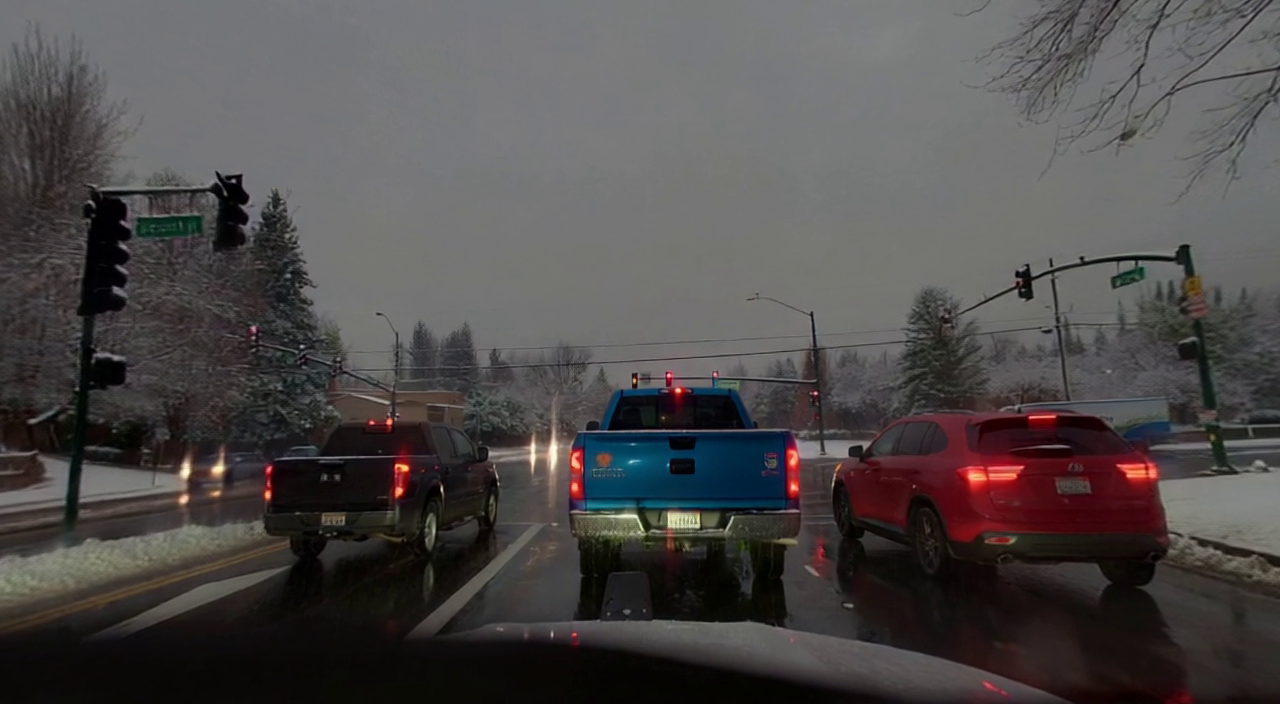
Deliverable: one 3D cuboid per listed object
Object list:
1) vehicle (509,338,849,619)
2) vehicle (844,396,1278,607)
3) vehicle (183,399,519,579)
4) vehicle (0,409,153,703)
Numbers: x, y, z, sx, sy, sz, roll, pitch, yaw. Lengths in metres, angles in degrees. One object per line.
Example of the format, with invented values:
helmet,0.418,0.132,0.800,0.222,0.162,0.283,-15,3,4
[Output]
vehicle,0.328,1.273,7.148,2.505,2.084,4.768,0,-8,1
vehicle,4.043,1.500,7.186,1.984,1.659,4.226,0,-8,0
vehicle,-3.300,1.685,8.581,2.125,1.739,4.707,0,-8,3
vehicle,-3.390,0.708,0.657,1.998,1.481,4.656,0,-8,1
